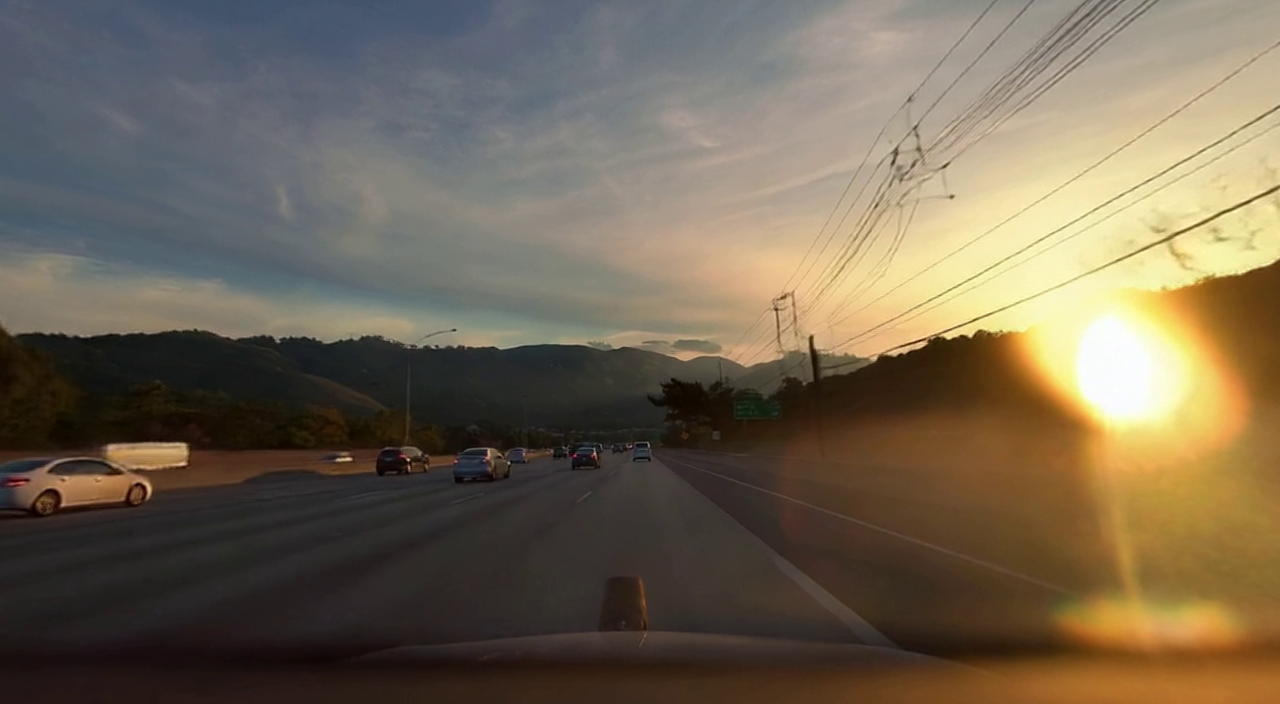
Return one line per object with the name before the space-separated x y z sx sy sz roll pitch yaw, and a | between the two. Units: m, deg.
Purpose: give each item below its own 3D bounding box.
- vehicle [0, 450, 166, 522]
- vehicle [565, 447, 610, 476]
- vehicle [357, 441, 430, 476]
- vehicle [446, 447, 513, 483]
vehicle | -14.237 3.105 15.123 1.885 1.474 4.849 0 -9 1
vehicle | -2.758 5.865 34.154 2.064 1.446 4.409 0 -9 0
vehicle | -14.394 6.242 37.216 2.172 1.946 5.017 0 -9 1
vehicle | -7.202 5.095 28.784 1.899 1.472 4.202 0 -9 1
